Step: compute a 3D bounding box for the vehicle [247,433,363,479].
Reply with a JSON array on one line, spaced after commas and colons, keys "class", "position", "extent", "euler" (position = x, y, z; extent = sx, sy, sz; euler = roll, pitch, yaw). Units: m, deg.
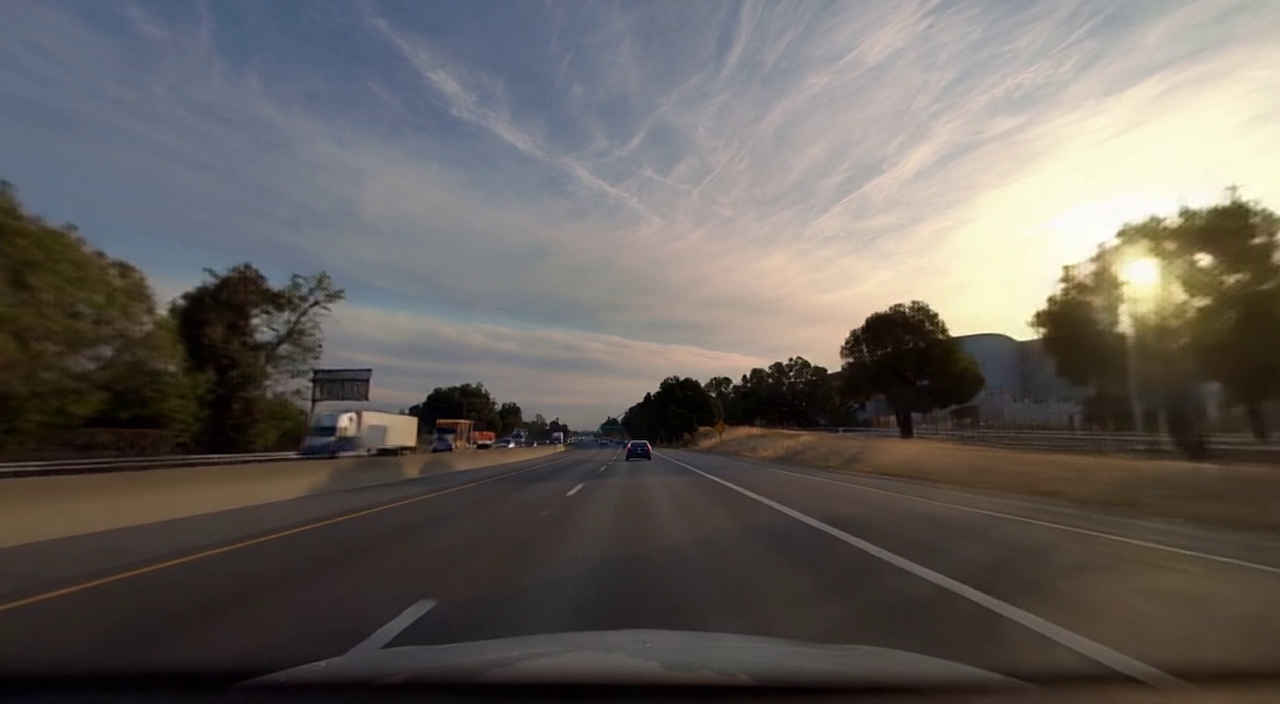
[{"class": "vehicle", "position": [-13.568, 4.236, 25.866], "extent": [2.009, 1.680, 5.023], "euler": [0, -8, 0]}]

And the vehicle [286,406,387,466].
[{"class": "vehicle", "position": [-21.921, 6.203, 46.091], "extent": [3.035, 3.923, 8.941], "euler": [0, -8, -1]}]

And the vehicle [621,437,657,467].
[{"class": "vehicle", "position": [-0.113, 5.960, 37.614], "extent": [2.029, 1.666, 4.064], "euler": [0, -8, -1]}]
